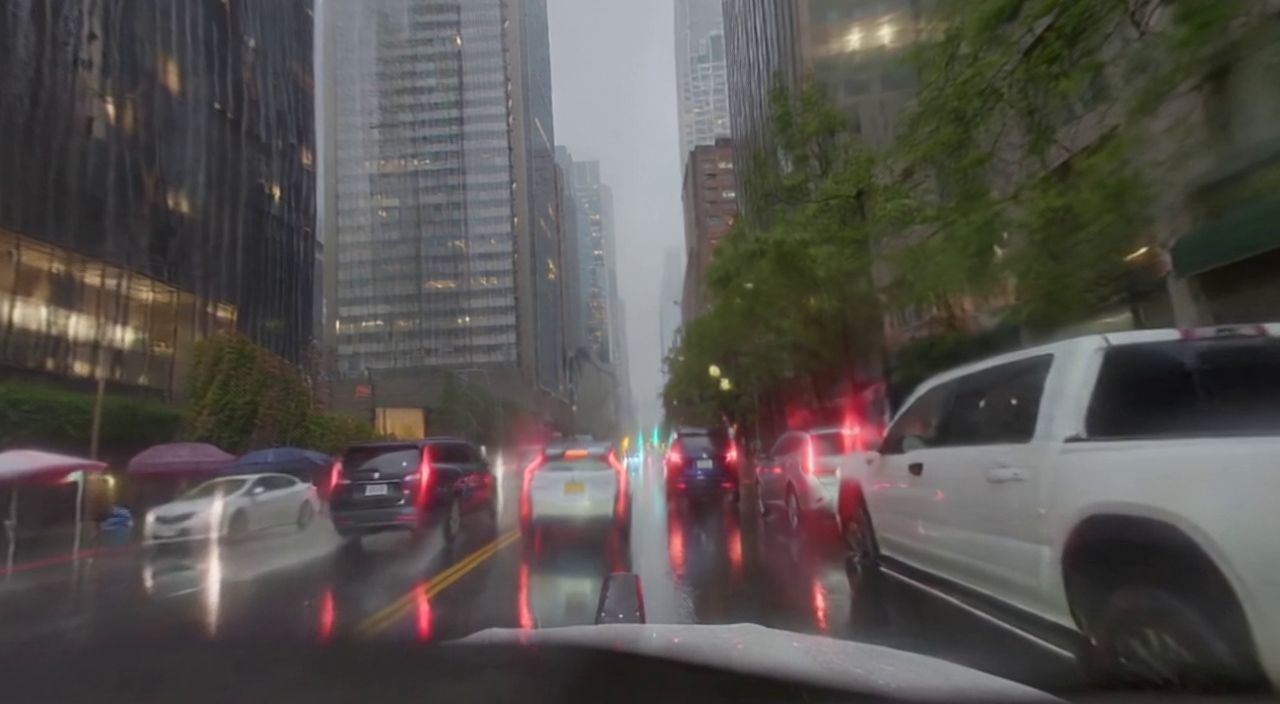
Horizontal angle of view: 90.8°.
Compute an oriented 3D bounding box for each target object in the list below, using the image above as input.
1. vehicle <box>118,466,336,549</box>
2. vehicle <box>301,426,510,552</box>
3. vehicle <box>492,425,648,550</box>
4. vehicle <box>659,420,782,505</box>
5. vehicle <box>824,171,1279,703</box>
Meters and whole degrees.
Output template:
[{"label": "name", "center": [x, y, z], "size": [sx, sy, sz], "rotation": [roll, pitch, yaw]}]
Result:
[{"label": "vehicle", "center": [-9.273, 3.488, 14.822], "size": [1.976, 1.475, 4.684], "rotation": [0, -9, 0]}, {"label": "vehicle", "center": [-3.939, 2.356, 11.690], "size": [2.000, 1.818, 4.668], "rotation": [0, -8, 1]}, {"label": "vehicle", "center": [-0.923, 2.124, 10.575], "size": [2.076, 1.667, 3.948], "rotation": [0, -8, 1]}, {"label": "vehicle", "center": [2.385, 2.953, 17.405], "size": [2.352, 1.953, 4.798], "rotation": [-3, -9, 19]}, {"label": "vehicle", "center": [2.981, 0.757, 3.565], "size": [2.225, 2.070, 5.264], "rotation": [0, -8, -1]}]
